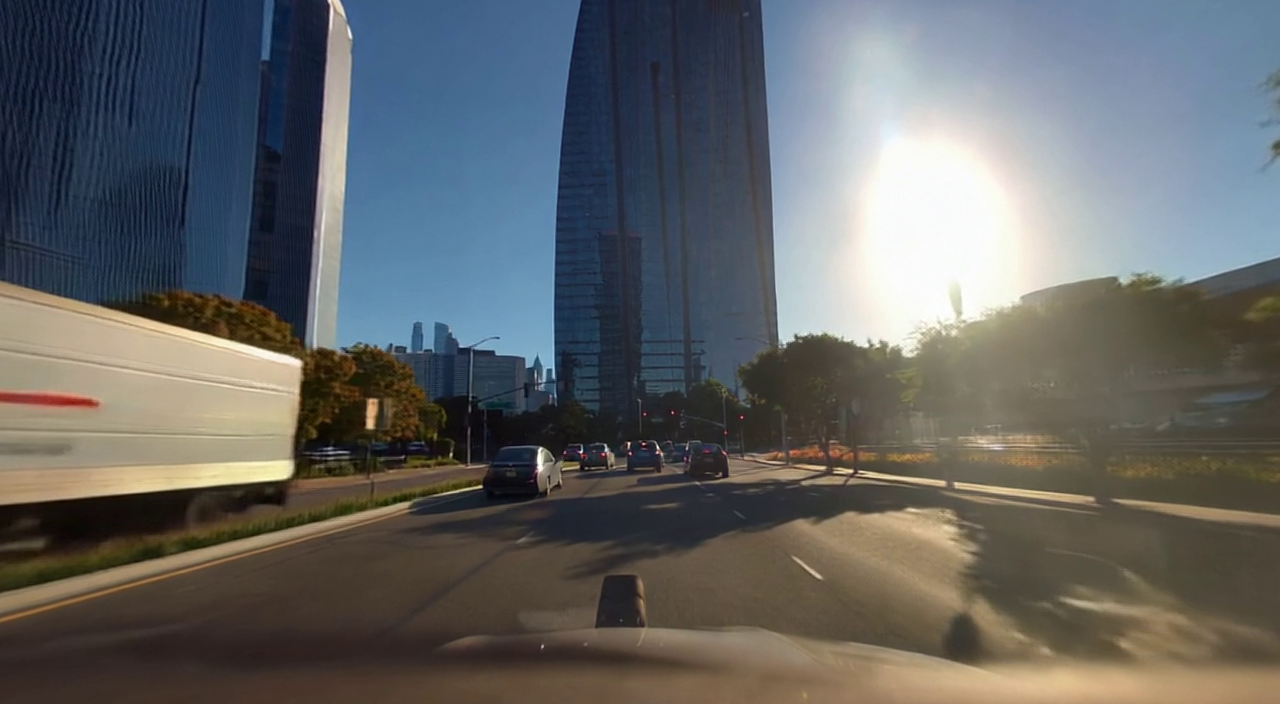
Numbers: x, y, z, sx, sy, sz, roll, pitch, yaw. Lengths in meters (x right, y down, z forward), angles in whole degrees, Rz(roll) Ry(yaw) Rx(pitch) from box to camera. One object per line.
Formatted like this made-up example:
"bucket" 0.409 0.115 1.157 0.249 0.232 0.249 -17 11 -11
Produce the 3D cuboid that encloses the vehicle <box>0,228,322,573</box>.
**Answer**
"vehicle" -8.890 0.779 8.651 3.065 3.928 11.252 0 -9 0

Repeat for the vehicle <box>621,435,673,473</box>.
"vehicle" 0.330 5.487 33.906 2.601 1.878 4.535 0 -9 0
